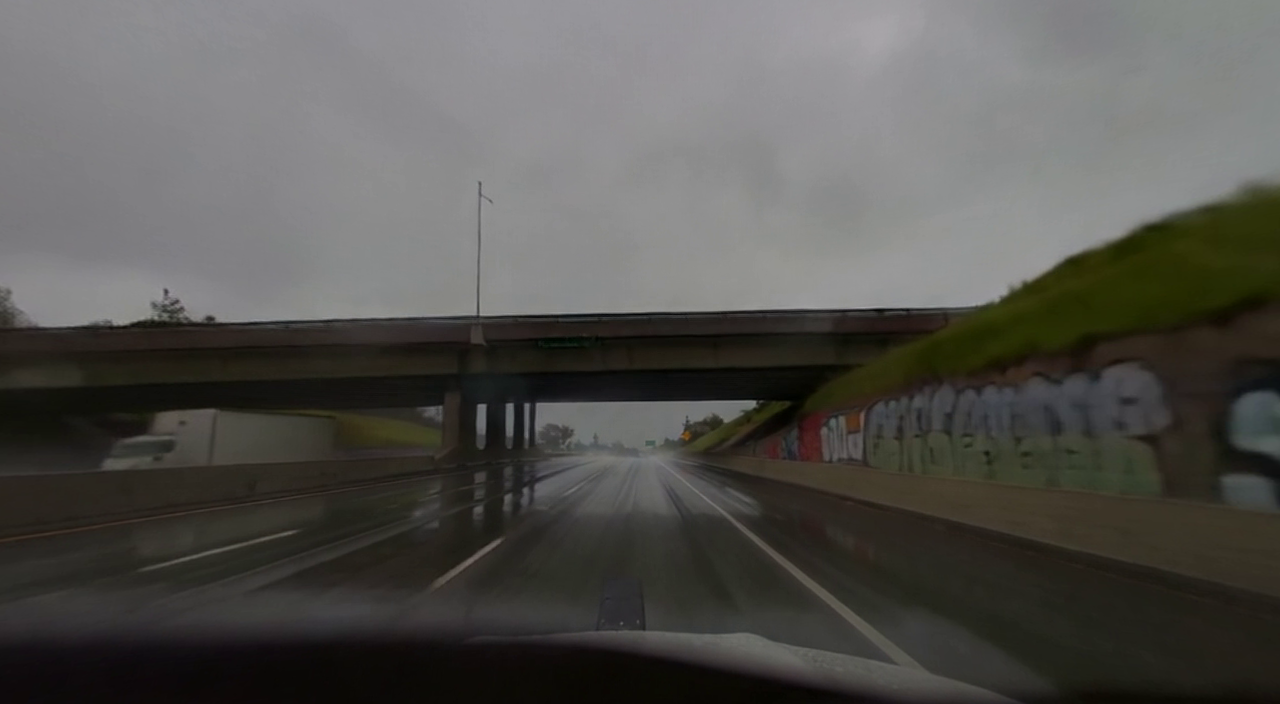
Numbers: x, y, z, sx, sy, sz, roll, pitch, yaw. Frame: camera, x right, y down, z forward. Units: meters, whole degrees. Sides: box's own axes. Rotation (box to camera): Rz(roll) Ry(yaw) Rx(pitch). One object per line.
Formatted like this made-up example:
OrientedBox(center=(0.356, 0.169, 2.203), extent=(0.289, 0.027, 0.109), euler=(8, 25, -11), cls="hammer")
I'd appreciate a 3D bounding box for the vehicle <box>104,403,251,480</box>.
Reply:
OrientedBox(center=(-23.754, 4.708, 32.875), extent=(2.996, 3.607, 5.868), euler=(0, -9, 0), cls="vehicle")
